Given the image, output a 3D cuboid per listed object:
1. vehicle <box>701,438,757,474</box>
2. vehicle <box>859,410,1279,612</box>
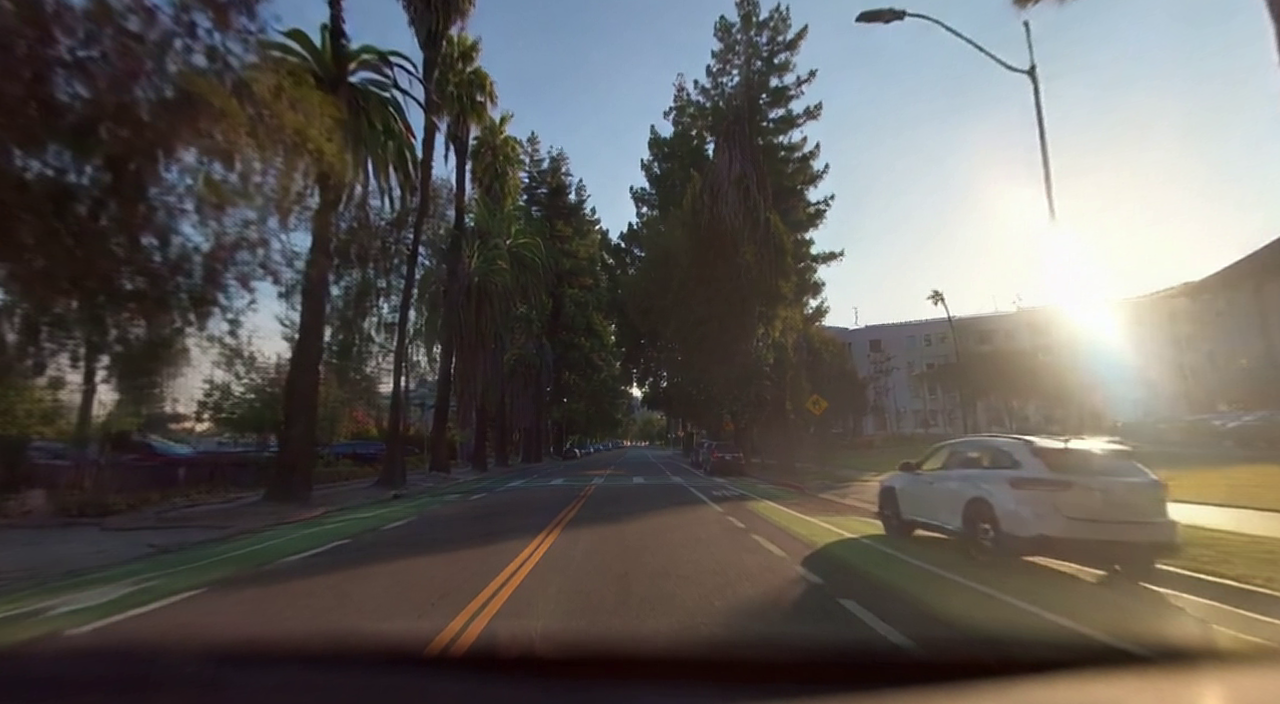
[{"bbox_3d":[4.316,5.104,31.315,1.997,1.640,4.494,0,-8,-1],"label":"vehicle"},{"bbox_3d":[4.750,1.741,7.981,2.144,1.720,4.794,0,-8,-1],"label":"vehicle"}]
